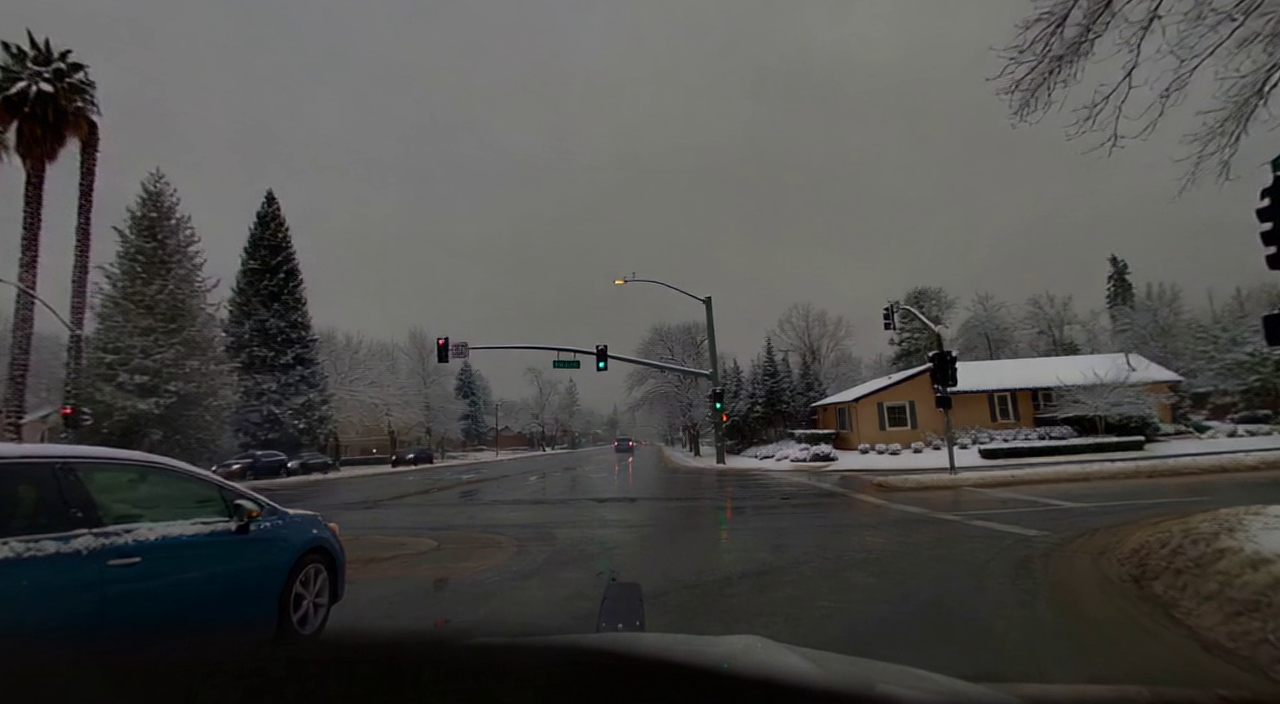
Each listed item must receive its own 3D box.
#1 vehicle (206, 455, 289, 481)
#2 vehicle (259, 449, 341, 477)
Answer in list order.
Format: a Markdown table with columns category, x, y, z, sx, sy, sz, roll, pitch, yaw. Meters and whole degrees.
| category | x | y | z | sx | sy | sz | roll | pitch | yaw |
| --- | --- | --- | --- | --- | --- | --- | --- | --- | --- |
| vehicle | -24.093 | 7.113 | 39.009 | 2.019 | 1.427 | 4.630 | 0 | -9 | 1 |
| vehicle | -20.055 | 6.521 | 37.516 | 2.084 | 1.528 | 4.778 | -1 | -9 | 2 |
